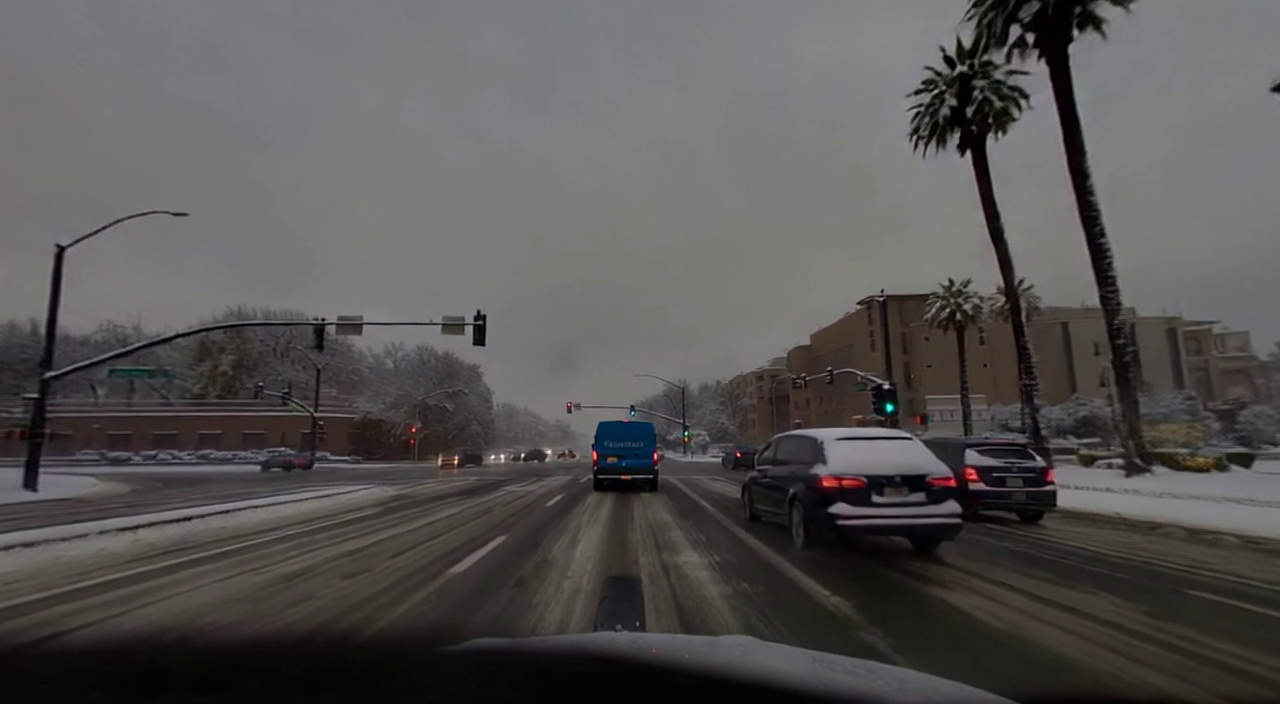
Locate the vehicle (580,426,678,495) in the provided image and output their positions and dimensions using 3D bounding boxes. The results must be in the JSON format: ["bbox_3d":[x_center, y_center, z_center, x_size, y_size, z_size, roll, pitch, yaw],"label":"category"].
[{"bbox_3d":[-0.449,3.609,21.422,2.848,1.991,5.706,0,-9,-3],"label":"vehicle"}]

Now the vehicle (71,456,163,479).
[{"bbox_3d":[-38.764,8.552,46.951,4.644,1.622,2.315,0,-9,-3],"label":"vehicle"}]

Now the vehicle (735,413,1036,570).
[{"bbox_3d":[3.142,1.935,9.615,2.462,1.736,4.899,0,-9,-2],"label":"vehicle"}]

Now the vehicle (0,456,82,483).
[{"bbox_3d":[-41.084,7.941,42.795,4.485,1.732,2.120,0,-9,-1],"label":"vehicle"}]

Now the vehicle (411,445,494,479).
[{"bbox_3d":[-10.074,5.833,33.795,4.681,1.653,2.109,-8,-12,43],"label":"vehicle"}]
